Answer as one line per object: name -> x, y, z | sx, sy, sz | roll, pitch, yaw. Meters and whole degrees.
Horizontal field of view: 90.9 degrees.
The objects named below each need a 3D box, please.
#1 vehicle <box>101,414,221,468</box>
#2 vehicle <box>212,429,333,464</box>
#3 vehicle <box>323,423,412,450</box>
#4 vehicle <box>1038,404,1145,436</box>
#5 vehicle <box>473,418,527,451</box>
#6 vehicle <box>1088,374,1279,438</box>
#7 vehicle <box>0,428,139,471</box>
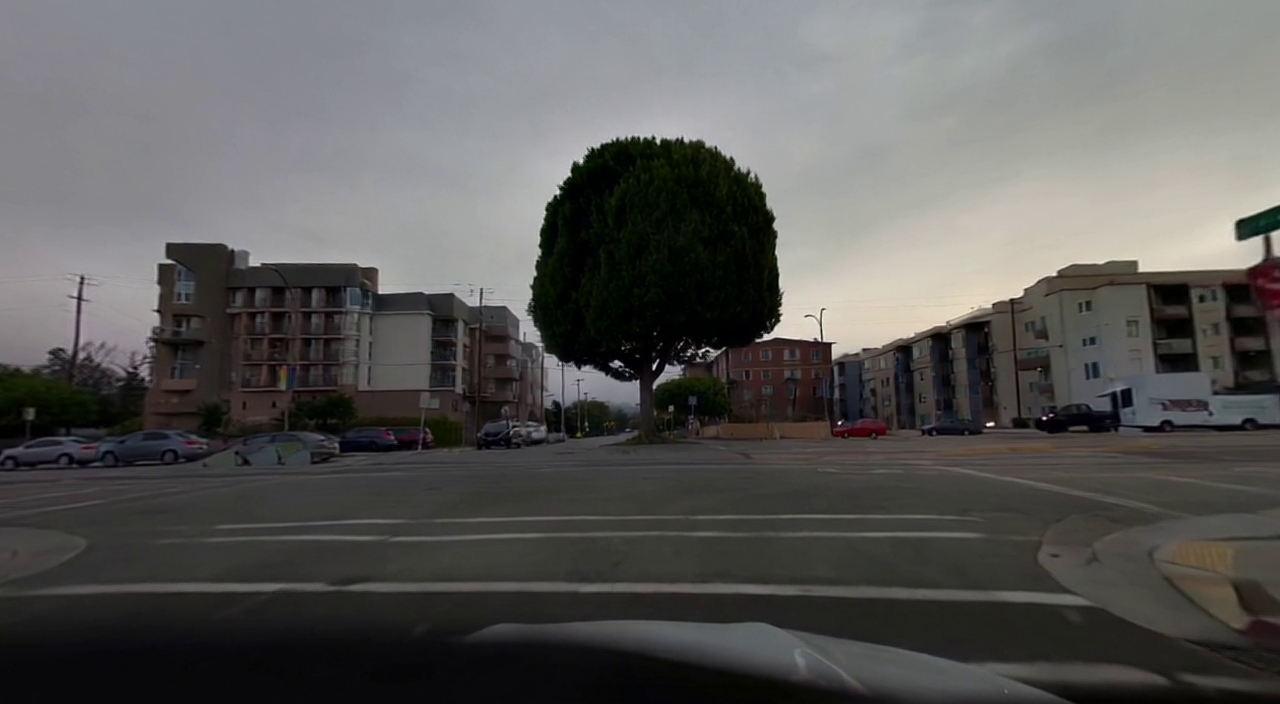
vehicle -> -21.066, 3.961, 27.845 | 3.506, 2.261, 2.158 | -1, -9, 7
vehicle -> -15.849, 4.110, 27.299 | 4.233, 1.432, 1.755 | -1, -9, 7
vehicle -> -16.643, 5.233, 38.699 | 2.010, 1.583, 4.582 | -6, -11, 35
vehicle -> 30.140, 4.575, 42.193 | 5.277, 2.032, 2.408 | 0, -7, -1
vehicle -> -7.682, 4.652, 35.075 | 2.156, 1.620, 4.945 | 3, -9, -4
vehicle -> 34.227, 3.386, 39.038 | 10.986, 3.604, 2.707 | -1, -8, -4
vehicle -> -25.585, 4.391, 28.350 | 4.696, 1.801, 1.948 | -1, -9, 9
